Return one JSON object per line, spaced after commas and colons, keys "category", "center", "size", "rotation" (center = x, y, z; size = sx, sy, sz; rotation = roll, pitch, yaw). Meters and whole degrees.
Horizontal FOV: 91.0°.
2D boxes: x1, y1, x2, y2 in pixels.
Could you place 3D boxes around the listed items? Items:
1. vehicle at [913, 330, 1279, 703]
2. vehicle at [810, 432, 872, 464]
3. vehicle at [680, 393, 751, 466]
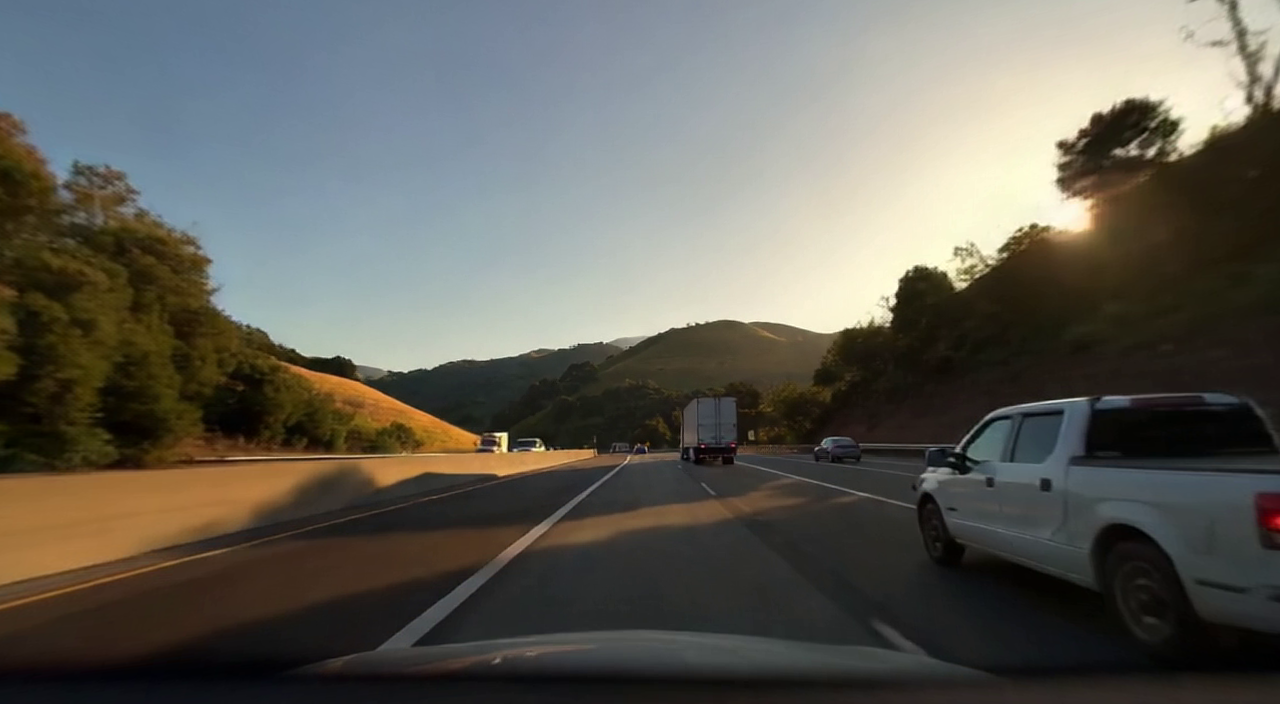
{"category": "vehicle", "center": [3.853, 1.009, 4.284], "size": [2.055, 1.737, 4.224], "rotation": [0, -9, 0]}
{"category": "vehicle", "center": [11.802, 5.667, 37.329], "size": [2.046, 1.741, 4.769], "rotation": [0, -9, 0]}
{"category": "vehicle", "center": [4.432, 4.990, 39.527], "size": [3.049, 3.968, 10.706], "rotation": [0, -9, -1]}
